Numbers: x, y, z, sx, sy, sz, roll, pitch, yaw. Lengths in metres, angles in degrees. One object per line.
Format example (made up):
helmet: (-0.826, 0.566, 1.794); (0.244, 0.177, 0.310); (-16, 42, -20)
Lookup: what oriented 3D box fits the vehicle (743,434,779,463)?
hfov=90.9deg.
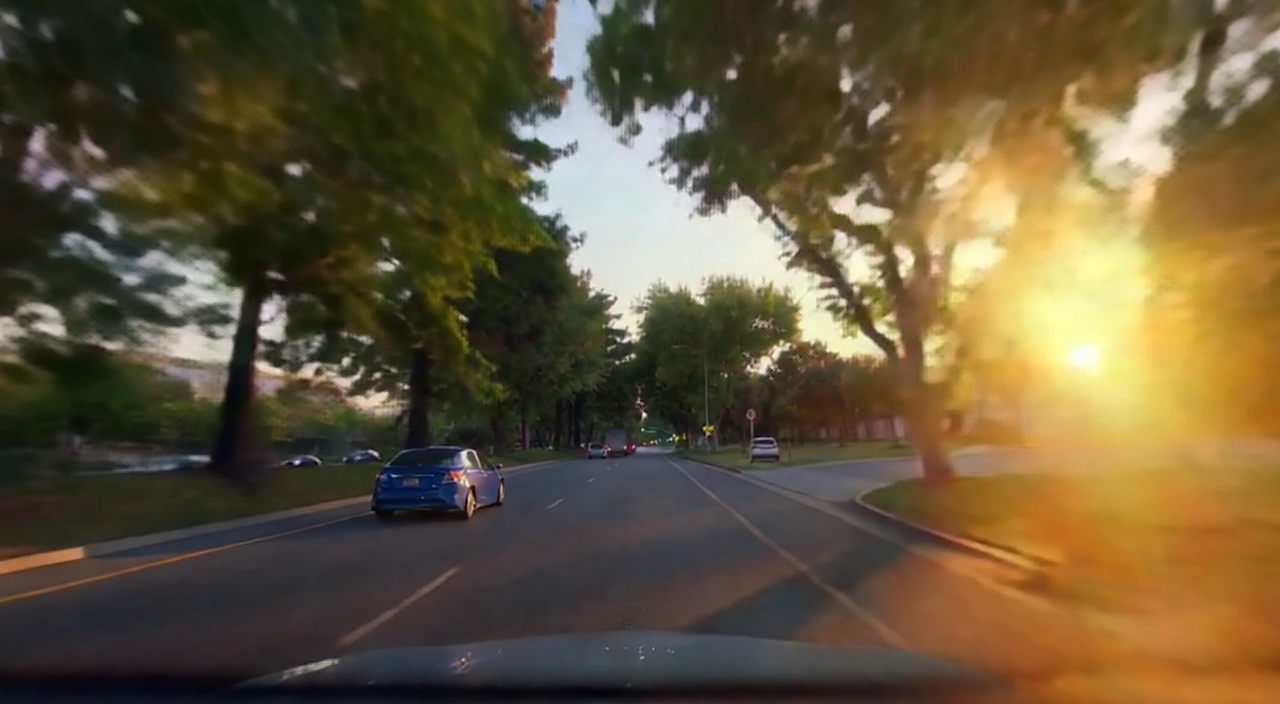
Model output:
vehicle: (7.429, 5.966, 38.923); (1.594, 1.688, 2.861); (-1, -9, 0)

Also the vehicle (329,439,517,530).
vehicle: (-3.964, 2.492, 12.509); (2.033, 1.454, 4.512); (0, -8, 1)

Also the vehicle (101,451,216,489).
vehicle: (-22.366, 5.465, 29.493); (2.054, 1.551, 4.166); (0, -8, 0)
